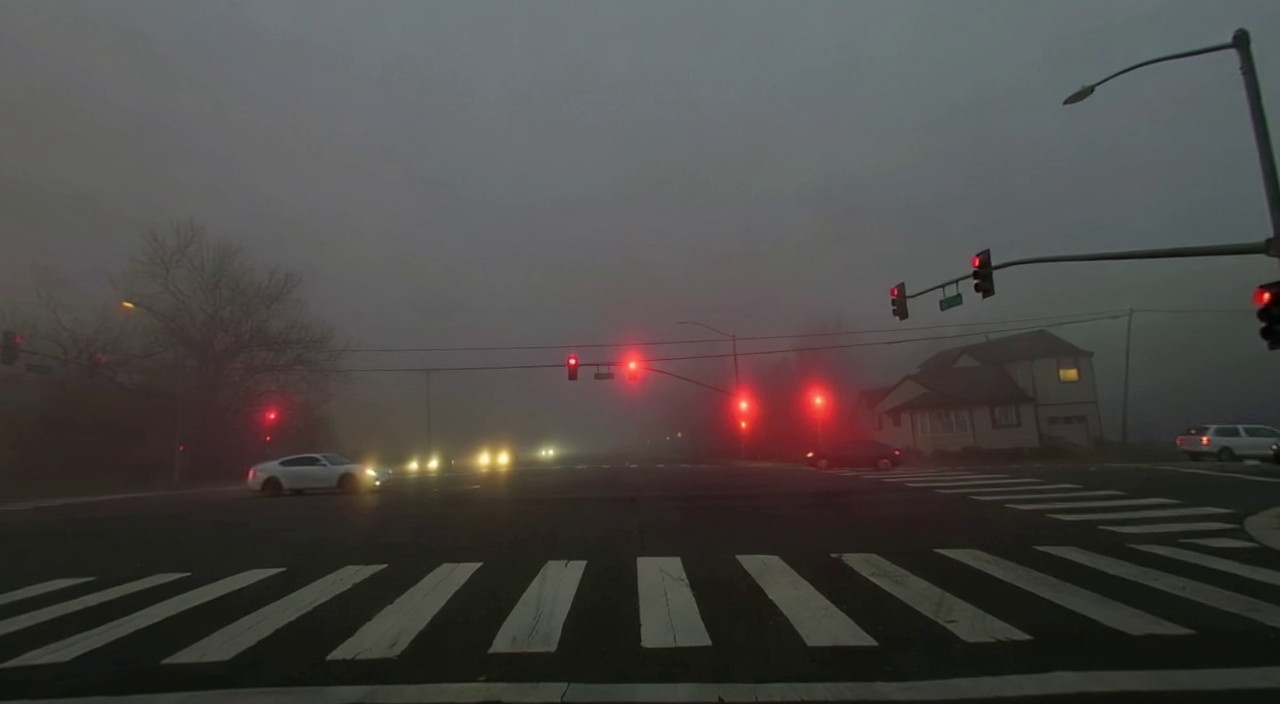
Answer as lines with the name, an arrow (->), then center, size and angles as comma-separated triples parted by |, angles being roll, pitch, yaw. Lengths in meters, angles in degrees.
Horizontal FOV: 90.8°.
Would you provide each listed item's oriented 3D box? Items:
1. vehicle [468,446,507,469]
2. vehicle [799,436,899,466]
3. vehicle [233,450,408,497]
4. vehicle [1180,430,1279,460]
vehicle -> -10.732, 7.455, 44.756 | 1.881, 1.509, 3.377 | 0, -9, 1
vehicle -> 11.556, 5.490, 35.020 | 4.873, 1.539, 1.932 | -6, -10, 33
vehicle -> -10.638, 4.073, 21.318 | 4.823, 1.449, 2.017 | -1, -9, 1
vehicle -> 31.294, 4.886, 33.040 | 4.318, 1.488, 1.870 | 0, -9, -1
